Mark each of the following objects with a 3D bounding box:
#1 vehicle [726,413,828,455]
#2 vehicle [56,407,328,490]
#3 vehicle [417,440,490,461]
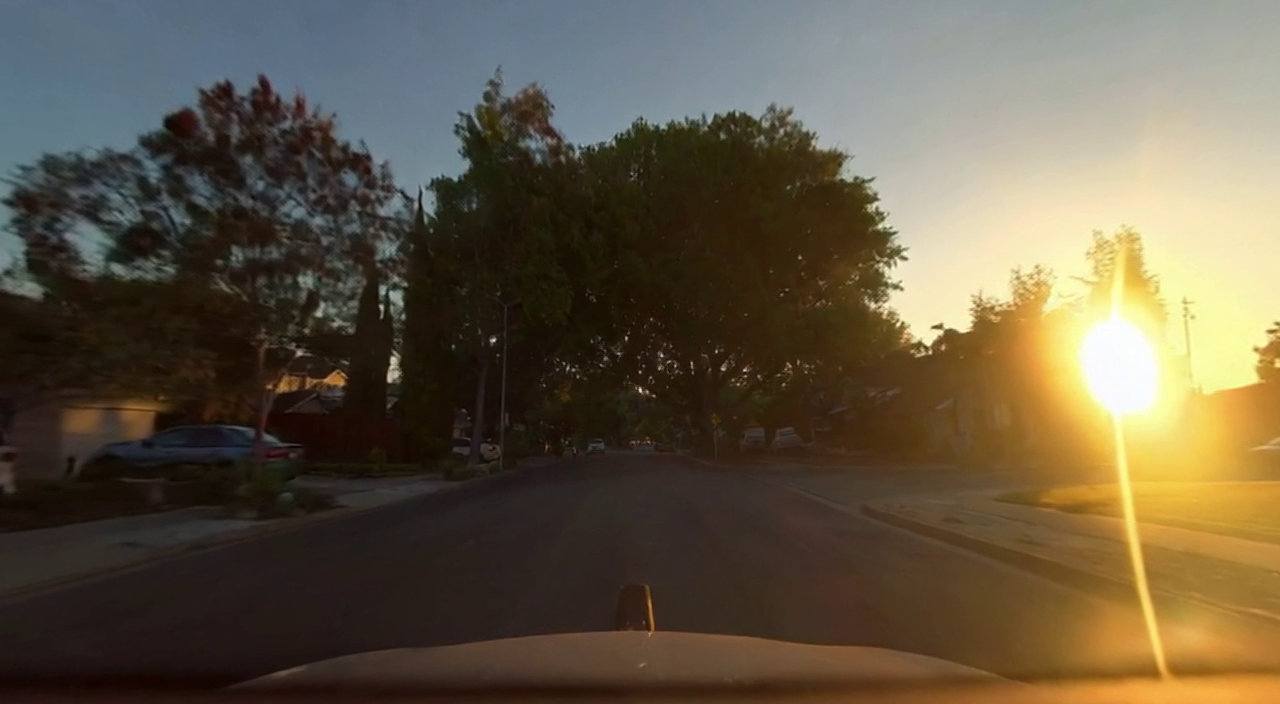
[{"bbox_3d":[10.697,6.462,49.611,7.362,3.227,2.674,0,-8,-2],"label":"vehicle"},{"bbox_3d":[-13.009,2.875,18.790,5.946,2.048,2.595,3,-8,-3],"label":"vehicle"},{"bbox_3d":[-13.816,7.322,46.899,4.764,1.514,1.912,0,-8,-1],"label":"vehicle"}]
